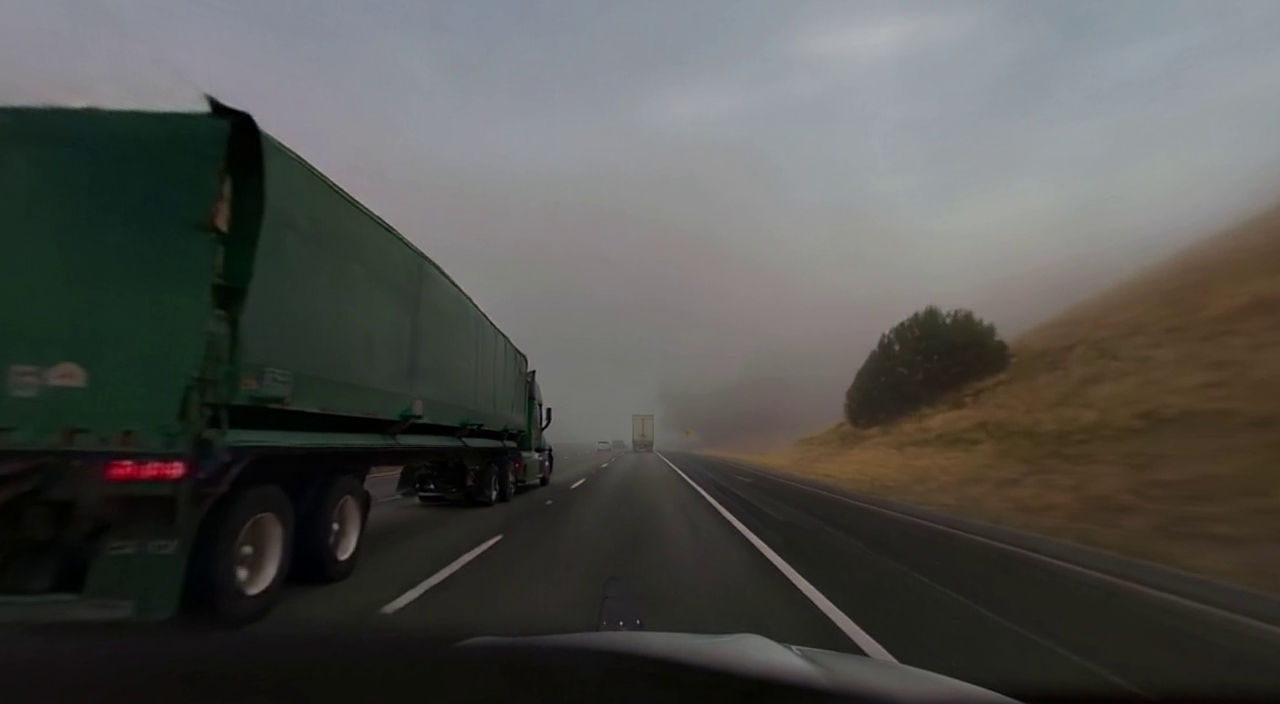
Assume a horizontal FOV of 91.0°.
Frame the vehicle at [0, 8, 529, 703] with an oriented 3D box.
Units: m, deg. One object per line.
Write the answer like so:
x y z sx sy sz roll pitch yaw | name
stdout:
-3.751 0.806 8.077 2.789 3.271 10.894 1 -8 -1 | vehicle
